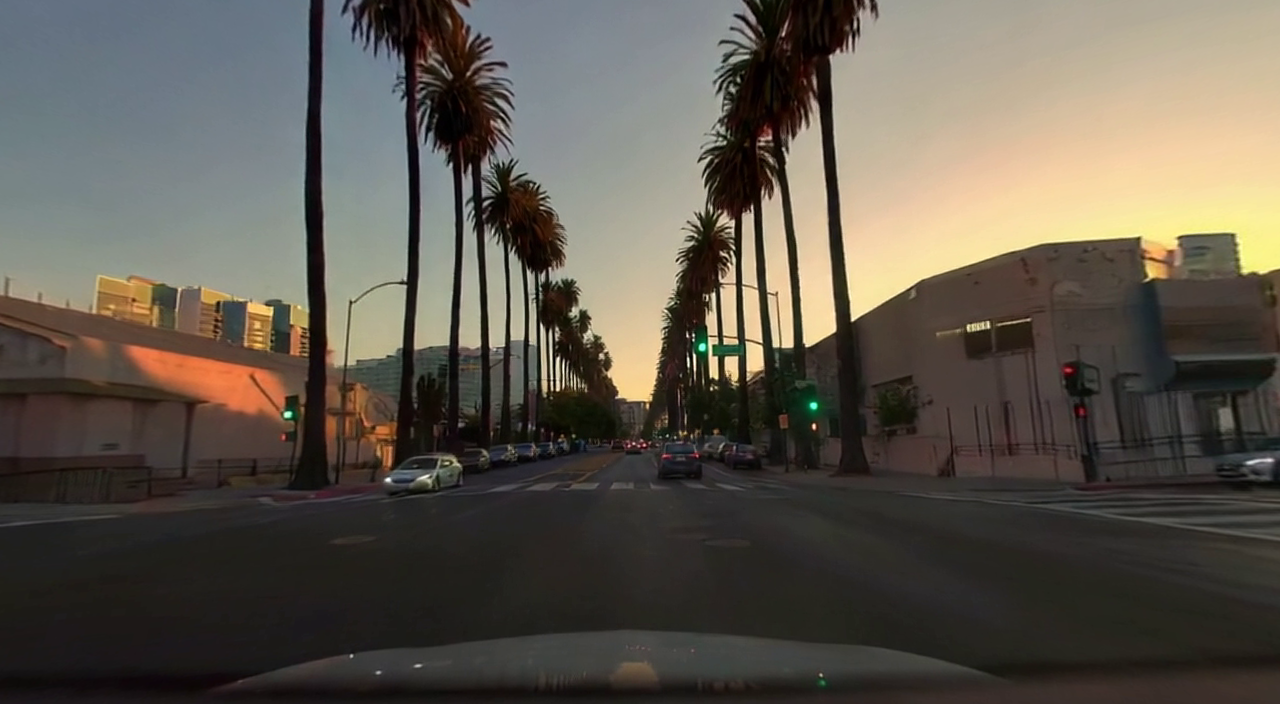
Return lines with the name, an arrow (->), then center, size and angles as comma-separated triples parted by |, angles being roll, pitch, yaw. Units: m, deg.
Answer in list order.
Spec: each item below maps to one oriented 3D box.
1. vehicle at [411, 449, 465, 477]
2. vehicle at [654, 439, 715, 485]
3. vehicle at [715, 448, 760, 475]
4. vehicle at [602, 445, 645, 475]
vehicle -> -13.586, 7.456, 42.799 | 2.084, 1.747, 4.481 | 0, -8, 1
vehicle -> 1.733, 4.500, 26.176 | 2.003, 1.702, 4.288 | 0, -8, -3
vehicle -> 5.658, 6.414, 37.295 | 1.860, 1.479, 4.676 | 0, -8, -1
vehicle -> -0.875, 5.556, 32.734 | 2.088, 1.452, 3.993 | 0, -8, -2
